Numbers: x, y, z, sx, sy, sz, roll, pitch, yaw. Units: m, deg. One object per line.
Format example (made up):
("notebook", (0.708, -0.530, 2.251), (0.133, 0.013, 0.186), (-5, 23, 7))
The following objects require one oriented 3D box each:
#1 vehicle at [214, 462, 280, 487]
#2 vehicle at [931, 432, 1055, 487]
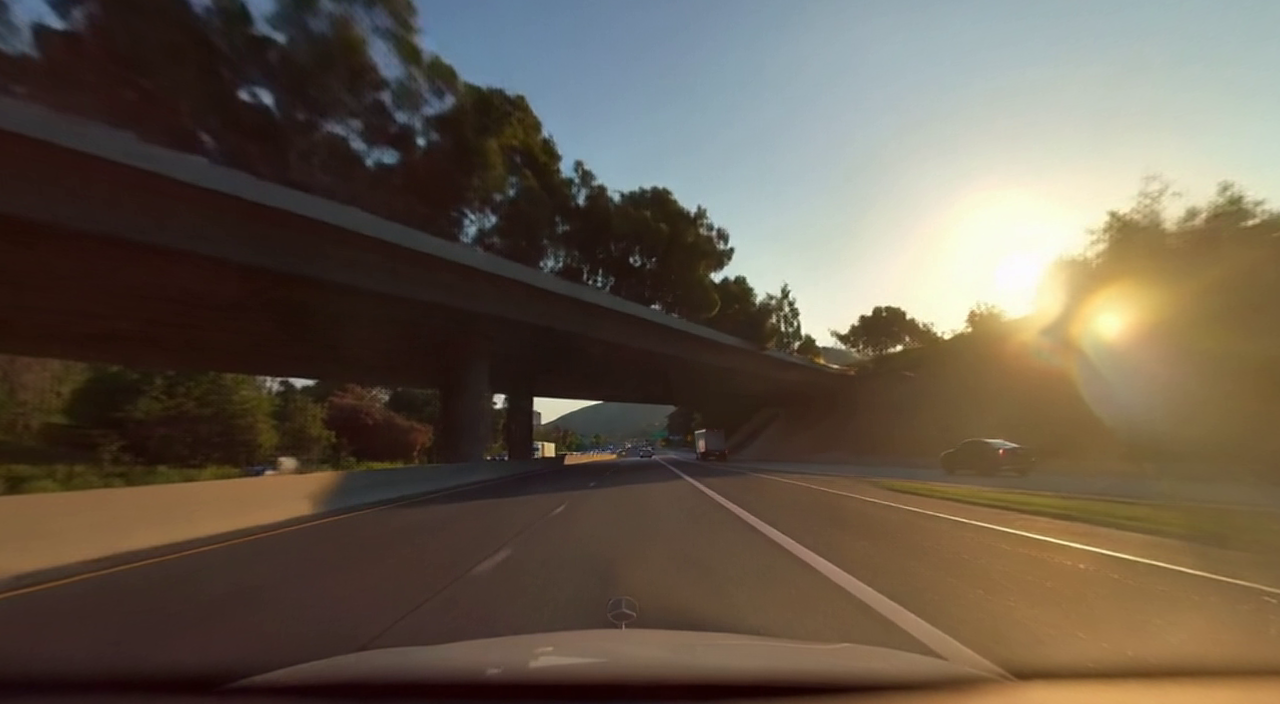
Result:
("vehicle", (-27.516, 8.548, 44.298), (1.792, 1.578, 4.359), (0, -9, 0))
("vehicle", (12.723, 3.895, 23.034), (2.038, 1.823, 3.744), (1, -9, -6))
